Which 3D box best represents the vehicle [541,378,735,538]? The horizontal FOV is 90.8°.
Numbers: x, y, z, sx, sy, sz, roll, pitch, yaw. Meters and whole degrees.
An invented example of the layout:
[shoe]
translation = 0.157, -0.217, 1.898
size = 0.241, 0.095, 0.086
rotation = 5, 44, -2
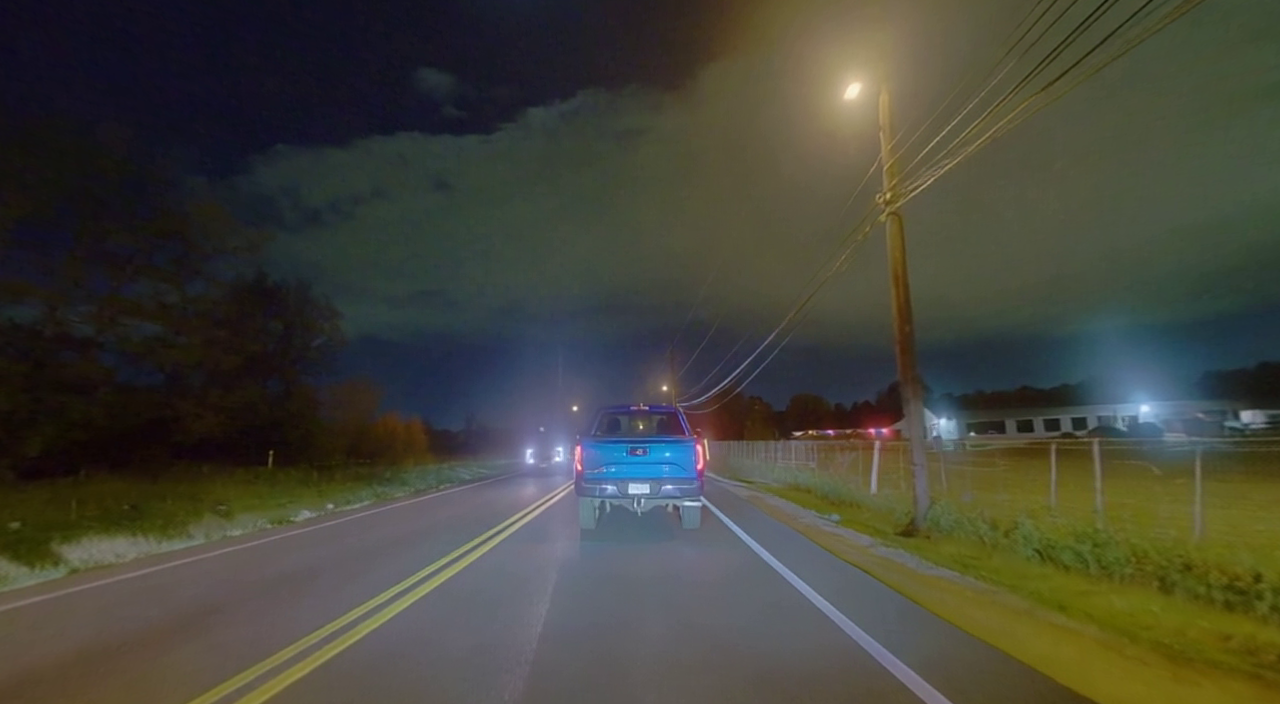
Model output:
[vehicle]
translation = -0.075, 1.914, 11.851
size = 2.693, 2.223, 5.885
rotation = 0, -8, -1
